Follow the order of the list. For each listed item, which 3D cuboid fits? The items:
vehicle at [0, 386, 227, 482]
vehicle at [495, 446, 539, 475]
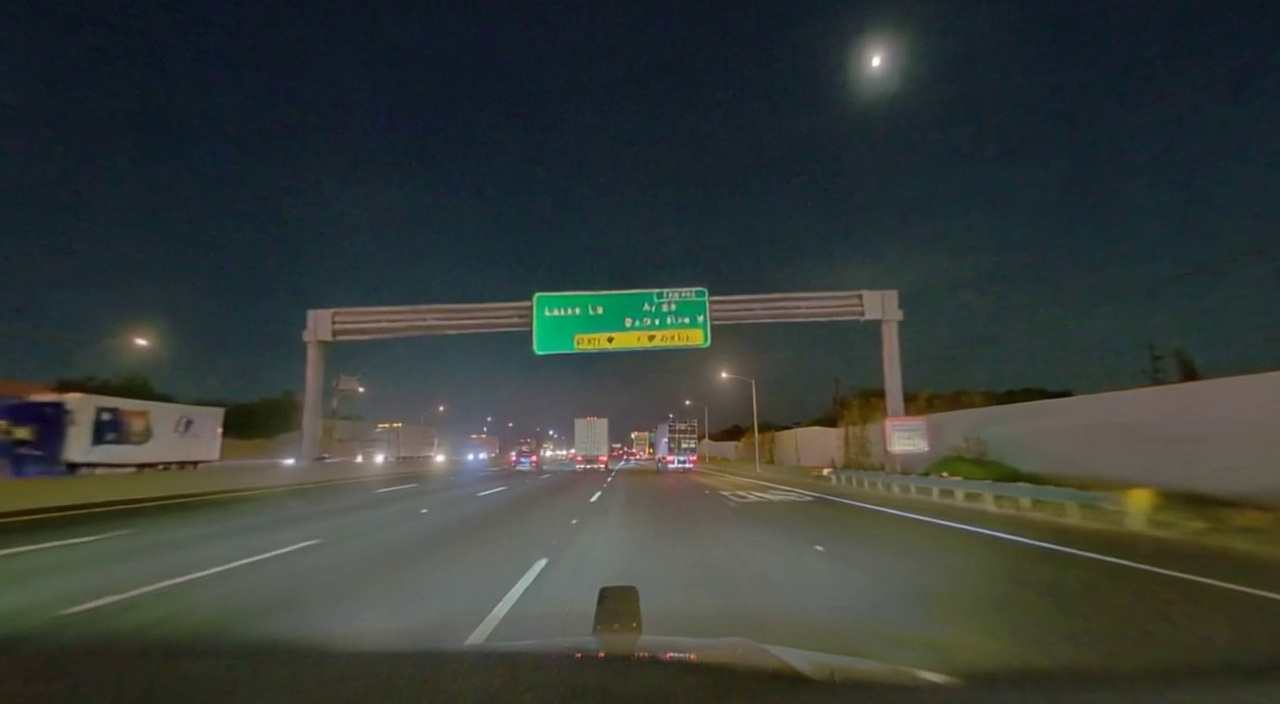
[{"bbox_3d":[-23.016,3.760,28.193,2.915,3.535,9.511,0,-9,-2],"label":"vehicle"},{"bbox_3d":[-7.641,6.771,39.752,2.132,1.679,4.045,0,-9,-3],"label":"vehicle"}]
